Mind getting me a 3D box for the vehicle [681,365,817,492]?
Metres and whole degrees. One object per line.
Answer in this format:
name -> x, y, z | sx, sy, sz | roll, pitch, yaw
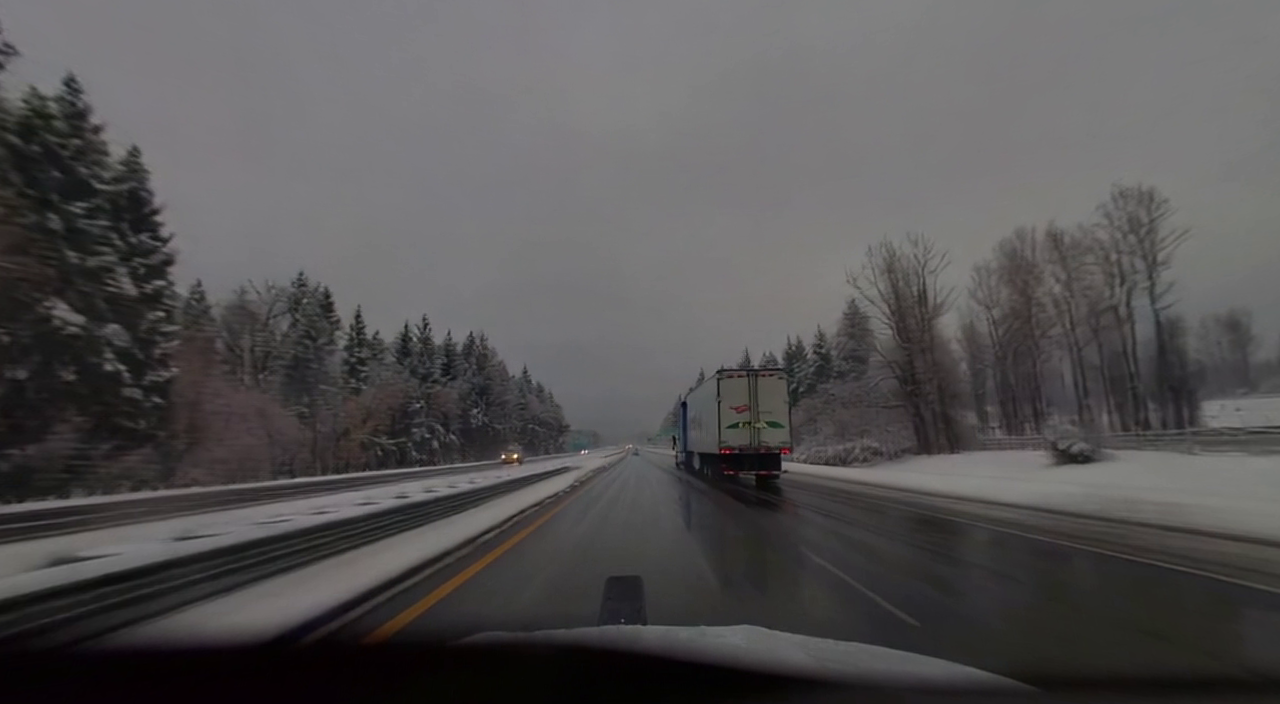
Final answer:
vehicle -> 3.740, 3.369, 26.144 | 2.955, 3.825, 14.115 | 0, -9, -1
